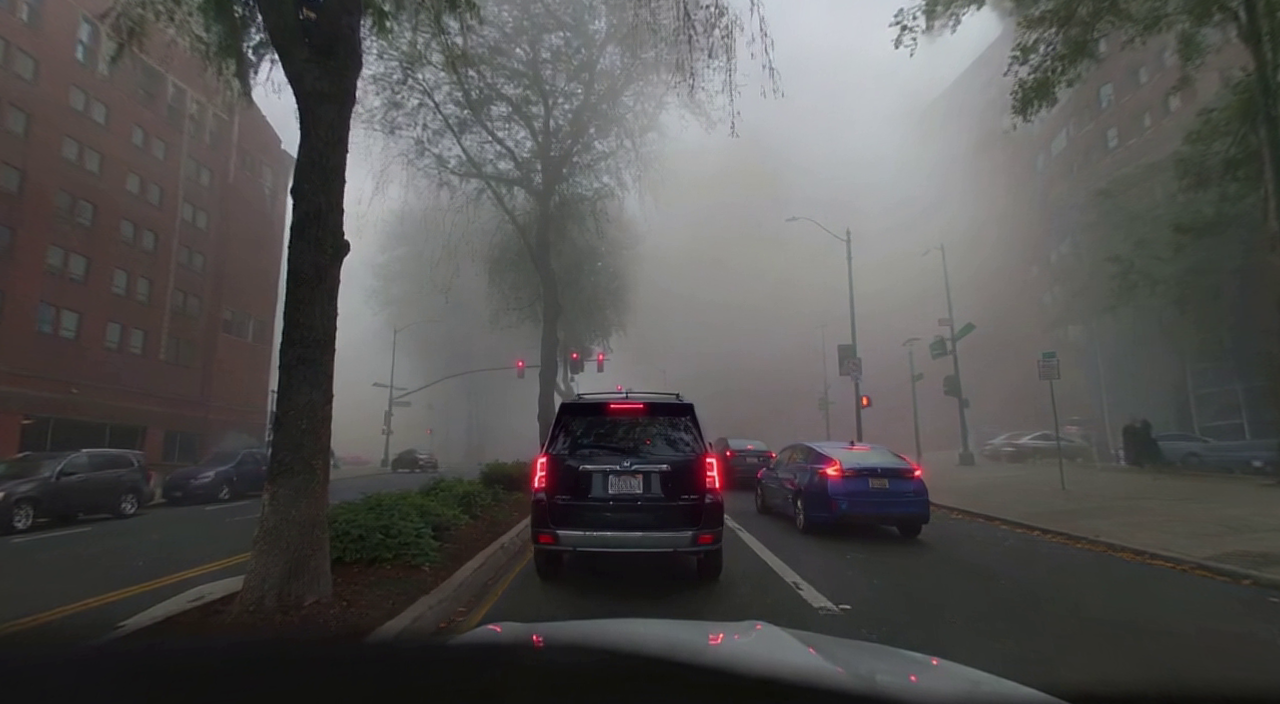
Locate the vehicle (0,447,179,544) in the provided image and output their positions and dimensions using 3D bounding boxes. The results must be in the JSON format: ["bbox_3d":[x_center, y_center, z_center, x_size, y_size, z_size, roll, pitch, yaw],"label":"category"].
[{"bbox_3d":[-12.546,2.914,13.452,1.891,1.723,4.360,0,-8,1],"label":"vehicle"}]

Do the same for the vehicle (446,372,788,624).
[{"bbox_3d":[-0.162,1.362,6.759,2.453,1.816,4.300,0,-8,0],"label":"vehicle"}]

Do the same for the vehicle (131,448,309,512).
[{"bbox_3d":[-12.467,3.784,19.135,2.207,1.648,4.675,0,-8,-1],"label":"vehicle"}]

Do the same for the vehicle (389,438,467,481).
[{"bbox_3d":[-9.261,4.705,27.833,2.054,1.722,4.292,0,-8,-2],"label":"vehicle"}]

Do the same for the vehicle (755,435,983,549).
[{"bbox_3d":[3.286,2.083,10.075,2.056,1.422,4.130,0,-8,-1],"label":"vehicle"}]

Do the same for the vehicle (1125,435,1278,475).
[{"bbox_3d":[22.147,4.050,24.982,4.055,1.469,1.848,-4,-9,25],"label":"vehicle"}]
